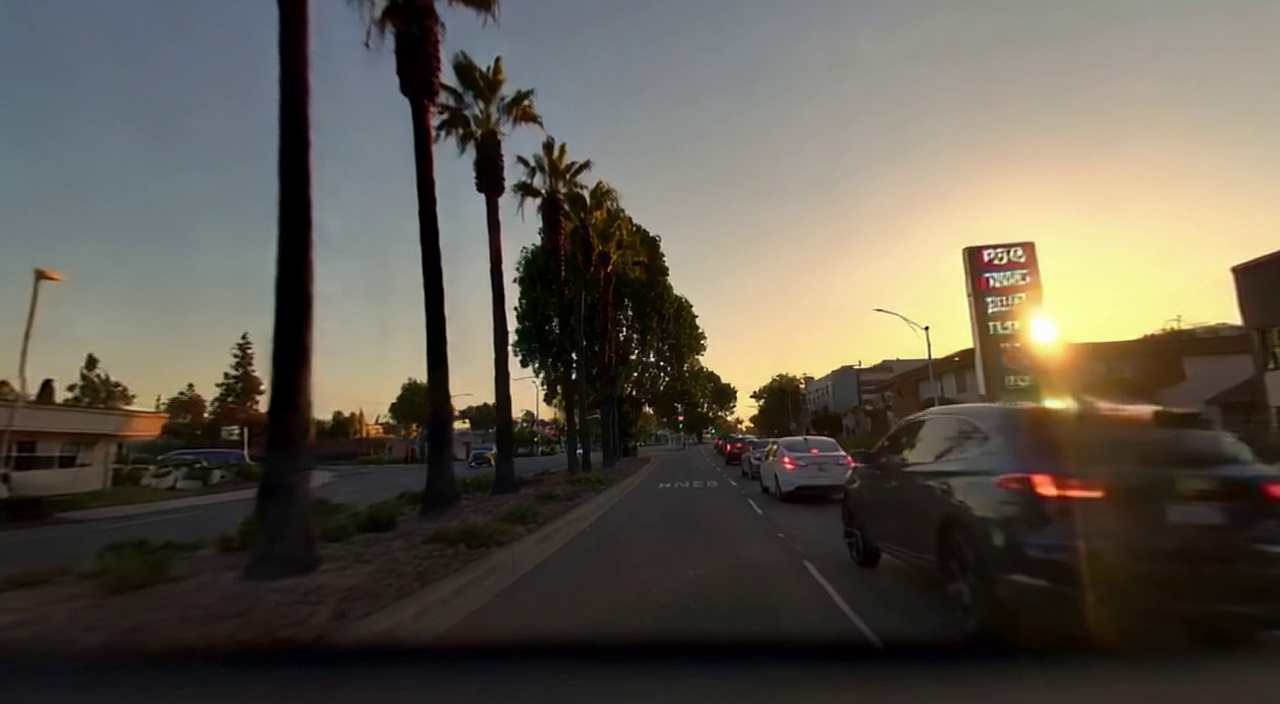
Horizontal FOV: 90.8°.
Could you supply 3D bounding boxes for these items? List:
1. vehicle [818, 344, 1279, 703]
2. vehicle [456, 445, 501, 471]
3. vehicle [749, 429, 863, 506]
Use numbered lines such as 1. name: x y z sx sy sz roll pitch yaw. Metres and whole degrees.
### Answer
1. vehicle: 3.314 1.223 5.496 2.428 1.816 4.959 -1 -8 4
2. vehicle: -11.399 7.485 44.900 1.979 1.724 4.334 -1 -8 2
3. vehicle: 4.255 3.027 17.068 2.061 1.744 4.752 -1 -8 4
